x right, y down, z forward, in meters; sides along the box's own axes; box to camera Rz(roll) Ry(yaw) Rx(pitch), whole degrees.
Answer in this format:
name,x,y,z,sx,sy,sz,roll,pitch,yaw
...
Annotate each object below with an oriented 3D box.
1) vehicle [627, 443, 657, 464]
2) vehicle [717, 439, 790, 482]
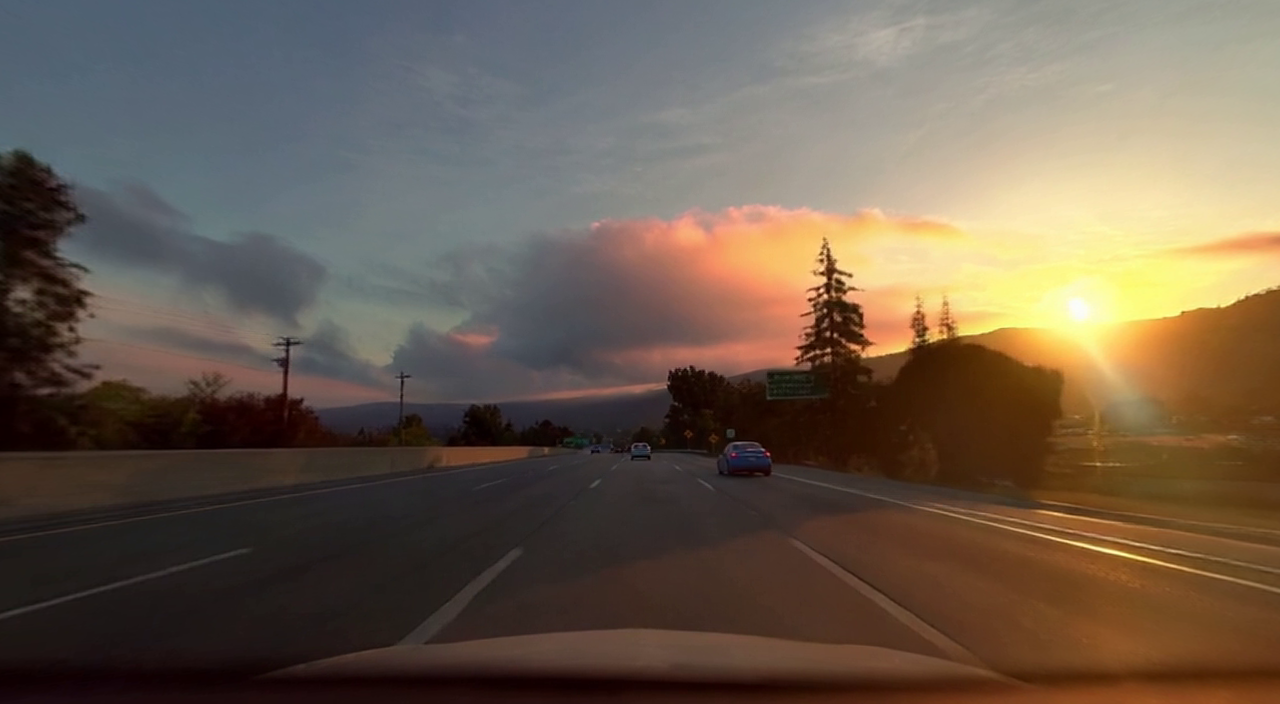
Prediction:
name,x,y,z,sx,sy,sz,roll,pitch,yaw
vehicle,0.119,7.390,45.716,2.052,1.449,3.857,0,-8,0
vehicle,4.410,4.283,25.061,2.008,1.524,4.598,0,-8,-1
